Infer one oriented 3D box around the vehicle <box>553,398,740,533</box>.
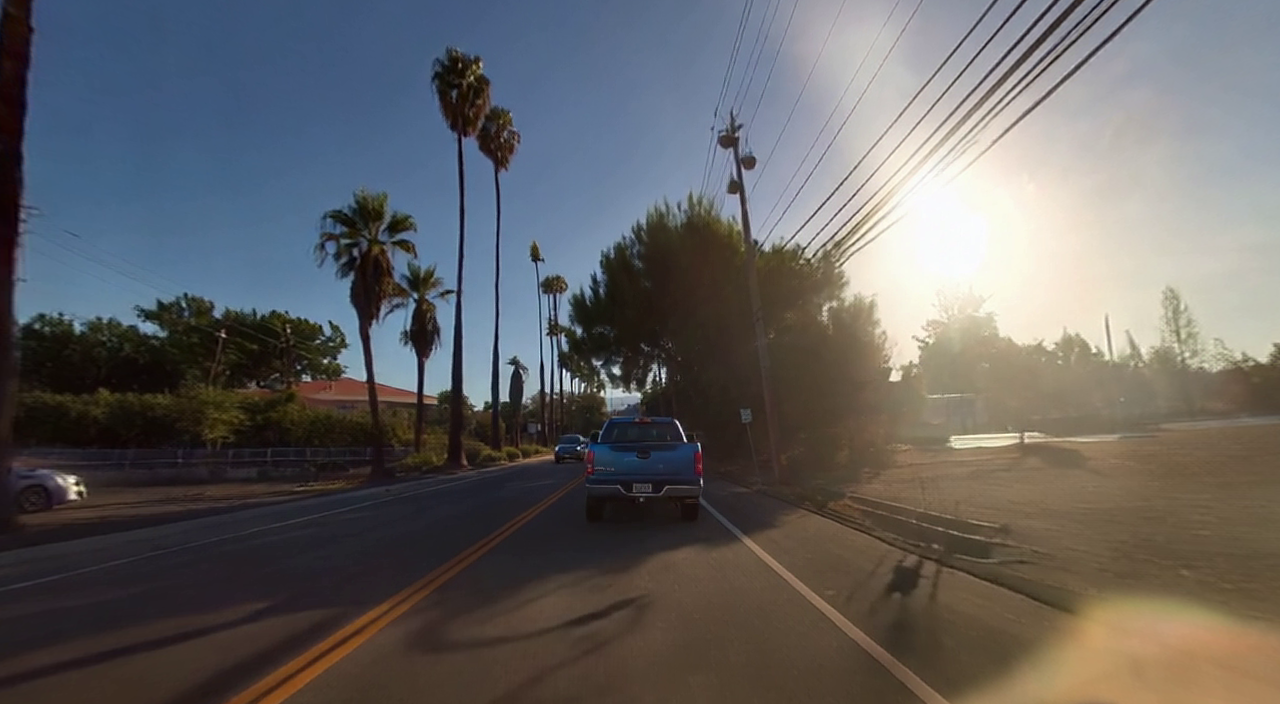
[{"bbox_3d":[0.068,2.146,12.470,2.803,2.005,5.885,0,-8,-1],"label":"vehicle"}]
